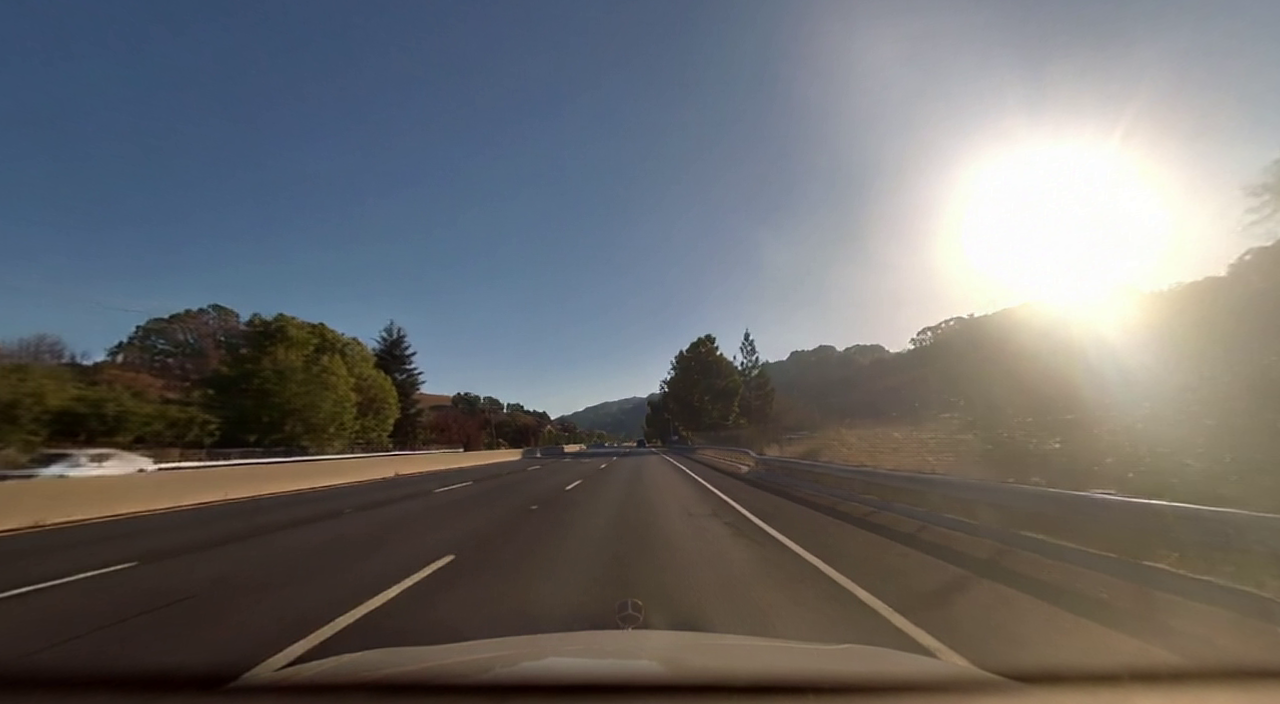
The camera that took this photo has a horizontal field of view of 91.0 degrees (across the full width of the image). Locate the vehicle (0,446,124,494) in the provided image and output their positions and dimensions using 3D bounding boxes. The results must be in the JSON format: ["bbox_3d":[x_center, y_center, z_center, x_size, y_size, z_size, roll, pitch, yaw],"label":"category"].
[{"bbox_3d":[-22.469,4.348,23.729,1.956,1.580,4.639,0,-8,1],"label":"vehicle"}]
